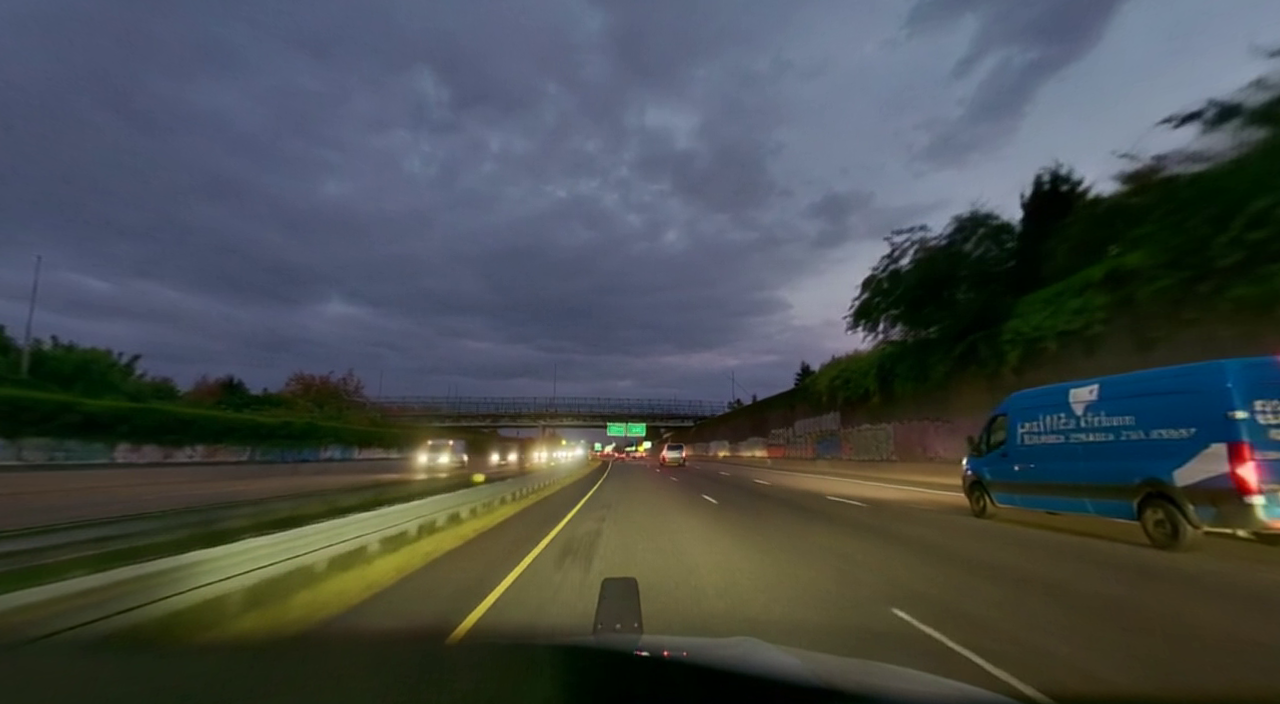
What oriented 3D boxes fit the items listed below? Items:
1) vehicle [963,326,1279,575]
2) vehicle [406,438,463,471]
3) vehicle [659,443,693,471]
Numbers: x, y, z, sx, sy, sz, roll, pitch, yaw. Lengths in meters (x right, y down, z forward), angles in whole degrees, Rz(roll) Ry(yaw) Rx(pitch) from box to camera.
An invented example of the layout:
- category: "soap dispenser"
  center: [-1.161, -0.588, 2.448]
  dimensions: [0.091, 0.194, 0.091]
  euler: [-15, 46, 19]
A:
- category: "vehicle"
  center: [7.671, 1.451, 9.578]
  dimensions: [2.283, 2.631, 5.719]
  euler: [0, -9, -1]
- category: "vehicle"
  center: [-15.798, 7.902, 48.687]
  dimensions: [2.397, 2.304, 6.142]
  euler: [0, -9, -1]
- category: "vehicle"
  center: [2.579, 7.722, 46.369]
  dimensions: [2.007, 1.943, 5.010]
  euler: [0, -9, -2]
